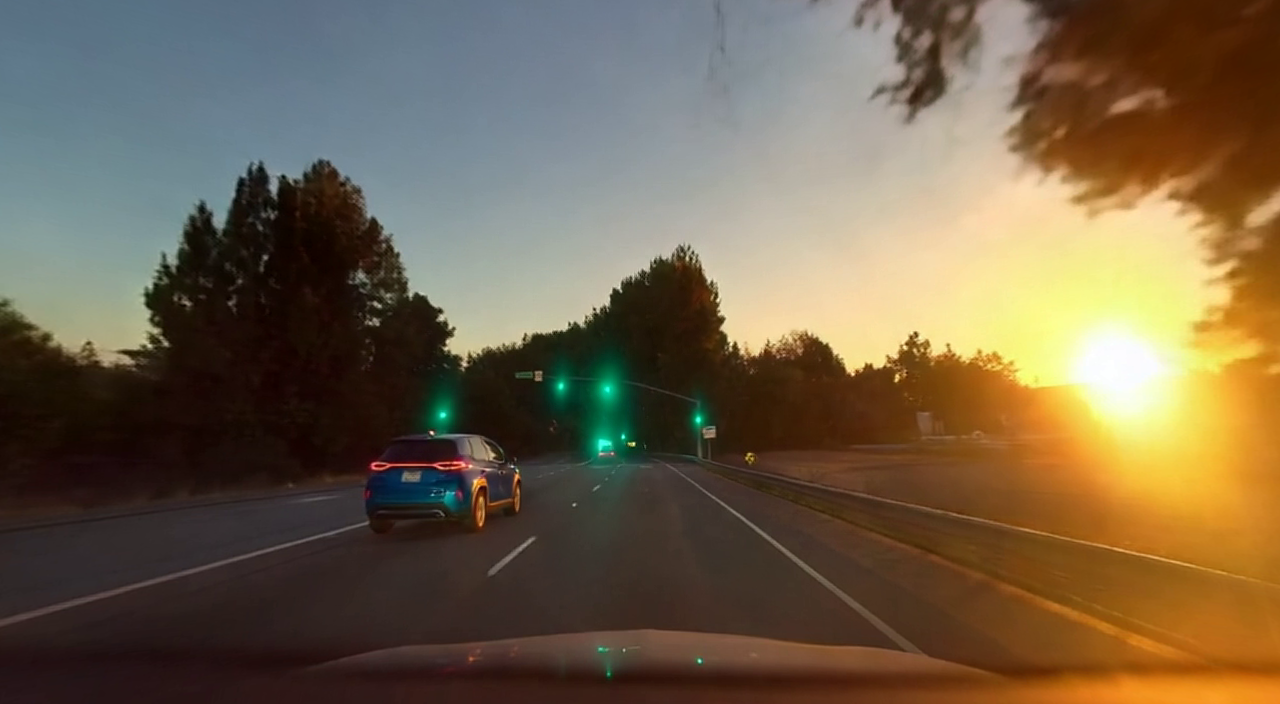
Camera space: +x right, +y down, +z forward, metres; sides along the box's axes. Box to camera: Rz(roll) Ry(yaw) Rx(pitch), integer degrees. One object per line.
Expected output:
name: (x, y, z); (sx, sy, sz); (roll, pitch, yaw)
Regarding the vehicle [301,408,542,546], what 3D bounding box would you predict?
vehicle: (-3.378, 2.075, 11.157); (2.336, 1.857, 4.986); (0, -8, 2)
